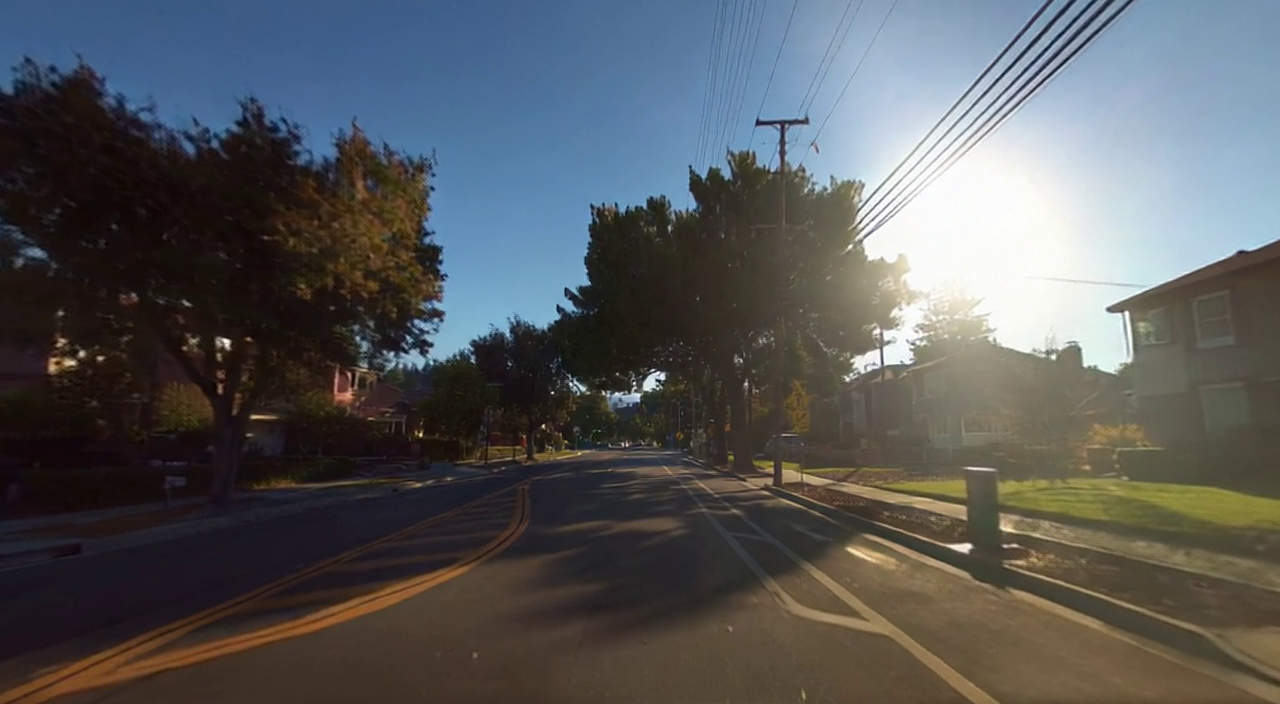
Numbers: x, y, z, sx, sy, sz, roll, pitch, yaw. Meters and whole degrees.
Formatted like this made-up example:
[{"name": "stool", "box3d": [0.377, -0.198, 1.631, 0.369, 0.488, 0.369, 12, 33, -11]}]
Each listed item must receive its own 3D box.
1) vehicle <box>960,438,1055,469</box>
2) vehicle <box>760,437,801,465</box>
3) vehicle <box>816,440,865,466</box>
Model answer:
[{"name": "vehicle", "box3d": [21.049, 5.790, 36.156, 3.943, 1.664, 2.391, 0, -8, -1]}, {"name": "vehicle", "box3d": [10.266, 7.273, 46.386, 1.912, 1.953, 4.651, 0, -9, 0]}, {"name": "vehicle", "box3d": [13.541, 6.838, 42.790, 1.935, 1.683, 4.669, 0, -9, 2]}]
